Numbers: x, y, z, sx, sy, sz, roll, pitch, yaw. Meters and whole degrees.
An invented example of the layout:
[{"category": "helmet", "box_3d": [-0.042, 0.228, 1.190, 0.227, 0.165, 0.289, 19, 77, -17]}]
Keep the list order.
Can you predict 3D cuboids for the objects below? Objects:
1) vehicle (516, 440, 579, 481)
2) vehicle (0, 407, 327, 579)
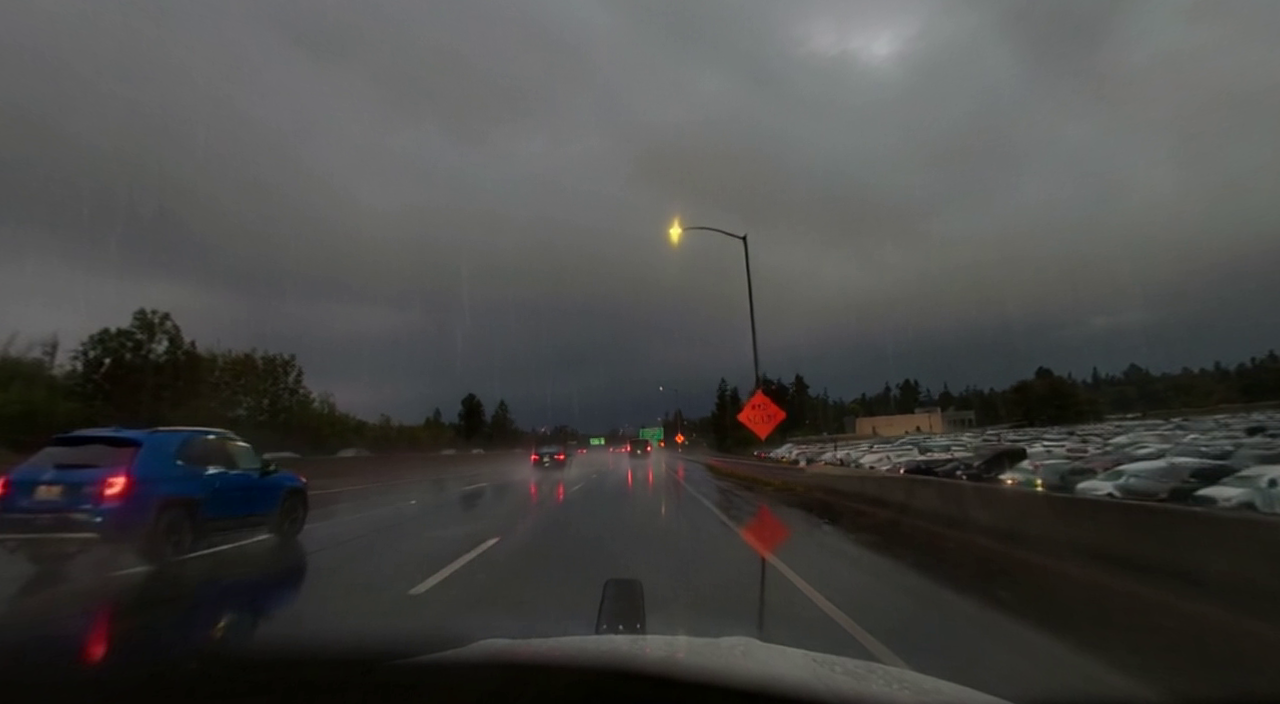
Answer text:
[{"category": "vehicle", "box_3d": [-4.016, 4.802, 28.101, 2.070, 1.665, 4.213, 0, -9, 1]}, {"category": "vehicle", "box_3d": [-7.203, 1.906, 9.477, 2.159, 1.807, 5.422, 0, -9, 0]}]
